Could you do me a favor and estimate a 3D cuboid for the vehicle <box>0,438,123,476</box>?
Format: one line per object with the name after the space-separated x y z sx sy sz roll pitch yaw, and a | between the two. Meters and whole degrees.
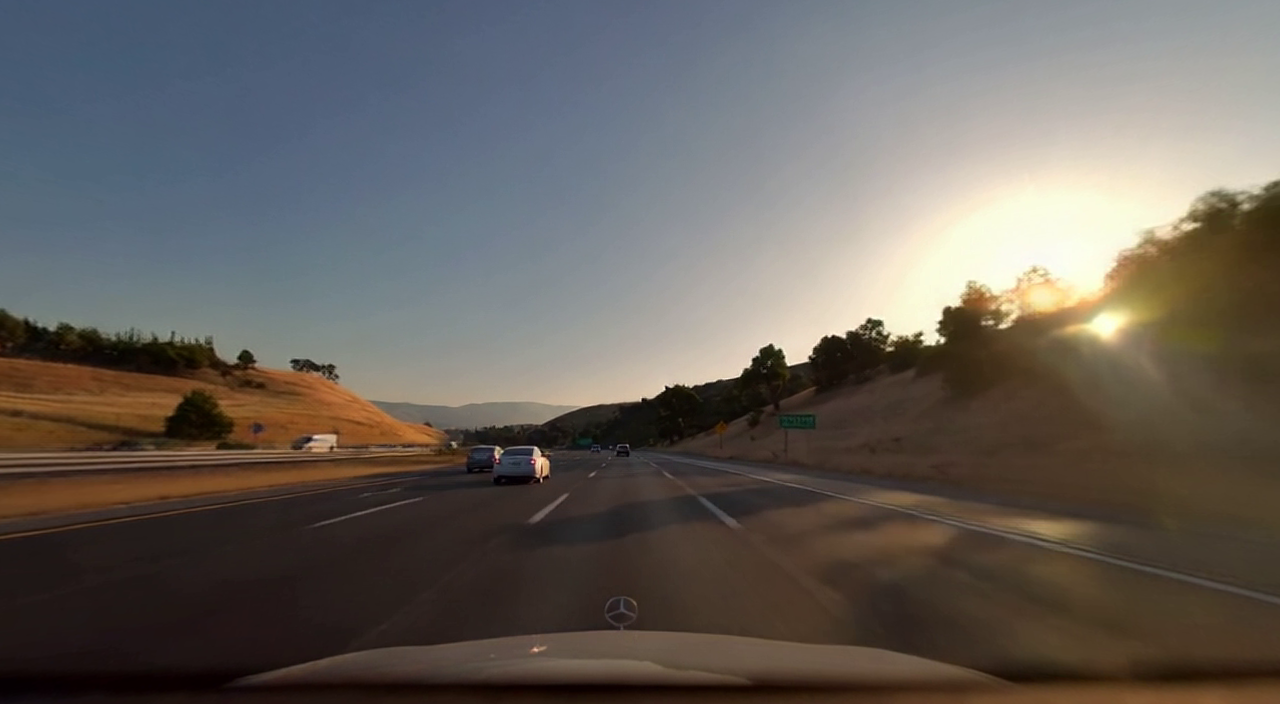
-25.240 4.490 27.238 1.854 1.453 4.829 0 -9 0 | vehicle

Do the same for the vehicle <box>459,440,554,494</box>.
-4.128 3.635 20.331 2.073 1.516 4.478 0 -9 0 | vehicle
